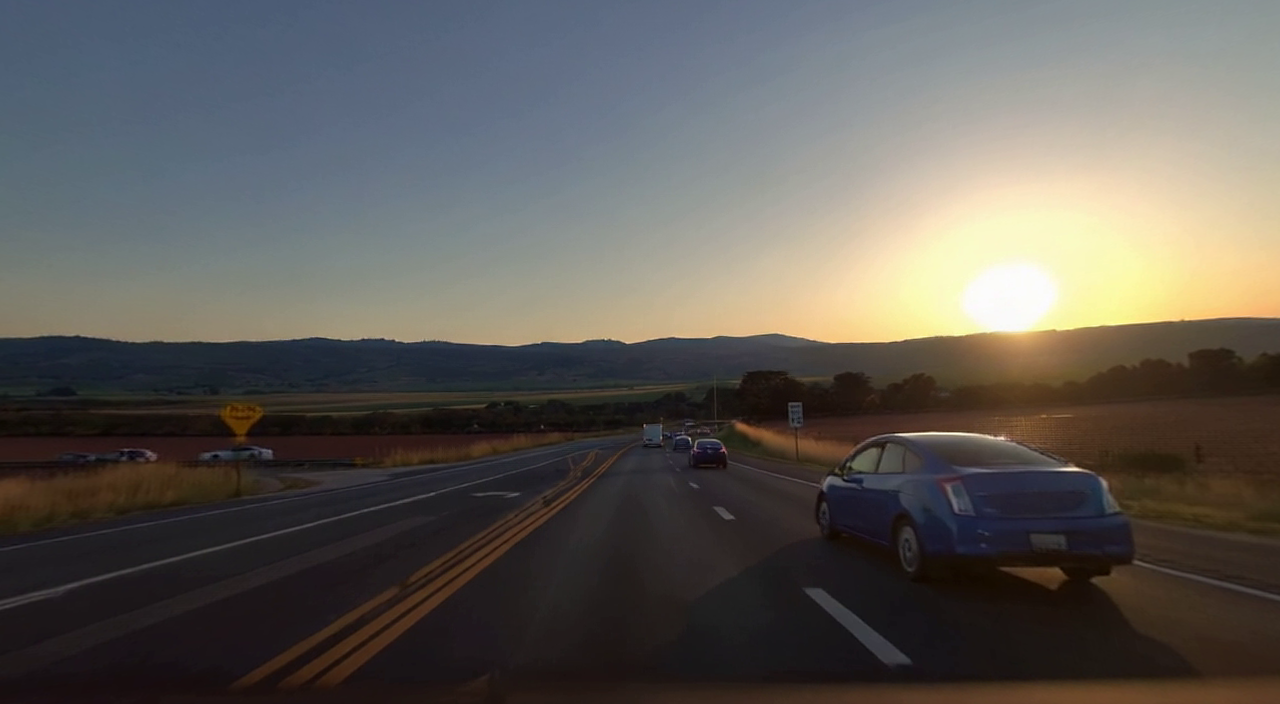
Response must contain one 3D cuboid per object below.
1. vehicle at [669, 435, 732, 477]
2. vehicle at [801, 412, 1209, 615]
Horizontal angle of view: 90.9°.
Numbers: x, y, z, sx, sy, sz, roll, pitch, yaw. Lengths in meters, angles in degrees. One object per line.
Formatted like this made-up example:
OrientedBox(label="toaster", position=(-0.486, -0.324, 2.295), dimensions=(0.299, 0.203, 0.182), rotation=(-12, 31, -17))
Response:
OrientedBox(label="vehicle", position=(2.375, 4.221, 25.865), dimensions=(2.026, 1.531, 4.273), rotation=(0, -8, -2))
OrientedBox(label="vehicle", position=(3.306, 1.524, 6.863), dimensions=(2.007, 1.534, 3.976), rotation=(0, -8, 0))
